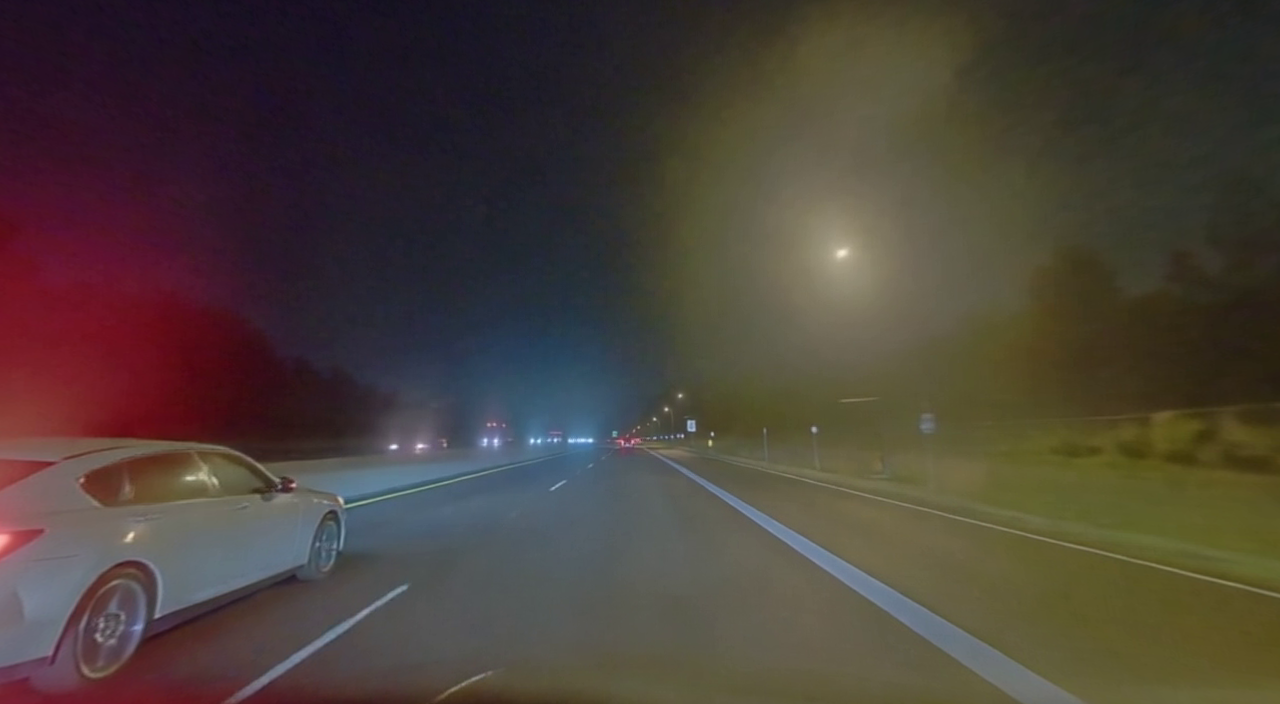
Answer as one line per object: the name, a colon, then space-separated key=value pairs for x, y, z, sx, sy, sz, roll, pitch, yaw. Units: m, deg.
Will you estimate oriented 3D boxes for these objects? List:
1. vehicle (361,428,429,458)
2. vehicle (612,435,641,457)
vehicle: x=-12.994 y=4.849 z=33.660 sx=1.888 sy=1.507 sz=4.509 roll=0 pitch=-8 yaw=0
vehicle: x=-1.019 y=6.819 z=45.806 sx=2.025 sy=1.519 sz=3.924 roll=0 pitch=-8 yaw=-2
